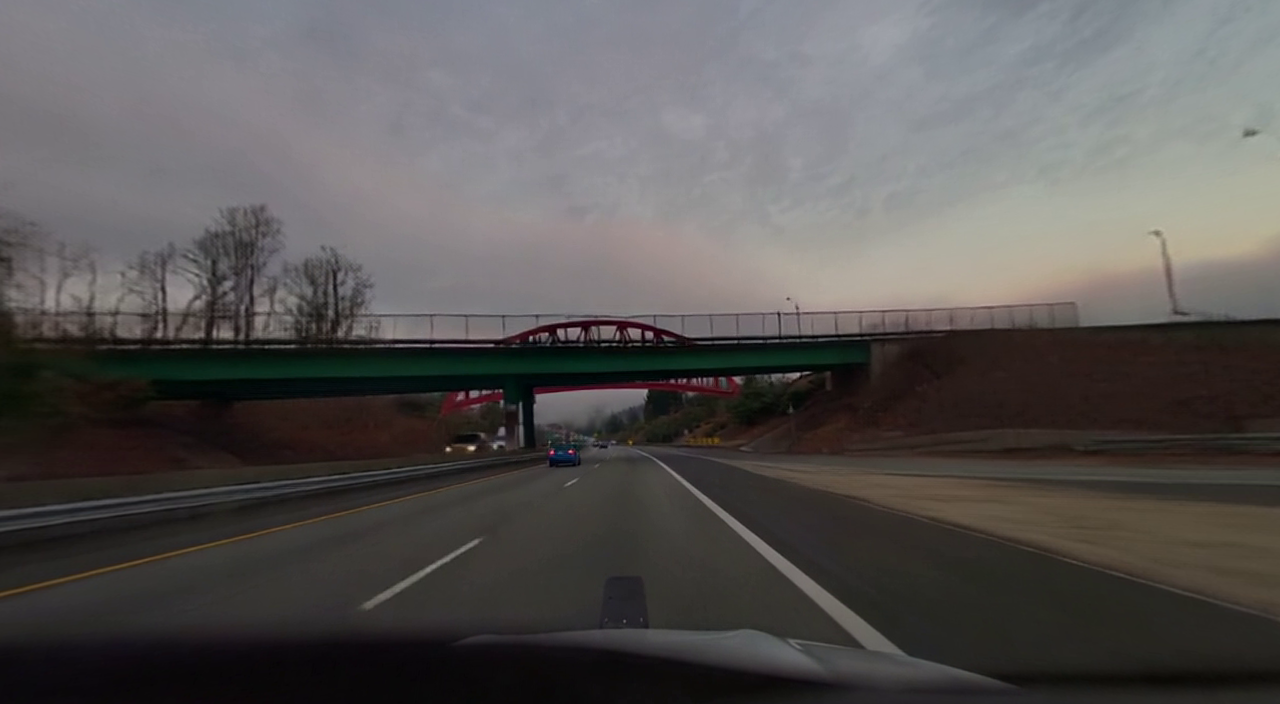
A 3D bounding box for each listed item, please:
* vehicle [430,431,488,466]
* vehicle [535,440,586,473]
[{"bbox_3d":[-12.624,6.760,44.160,2.373,2.306,5.492,0,-8,1],"label":"vehicle"},{"bbox_3d":[-4.025,5.385,32.607,2.052,1.556,4.405,0,-8,0],"label":"vehicle"}]
